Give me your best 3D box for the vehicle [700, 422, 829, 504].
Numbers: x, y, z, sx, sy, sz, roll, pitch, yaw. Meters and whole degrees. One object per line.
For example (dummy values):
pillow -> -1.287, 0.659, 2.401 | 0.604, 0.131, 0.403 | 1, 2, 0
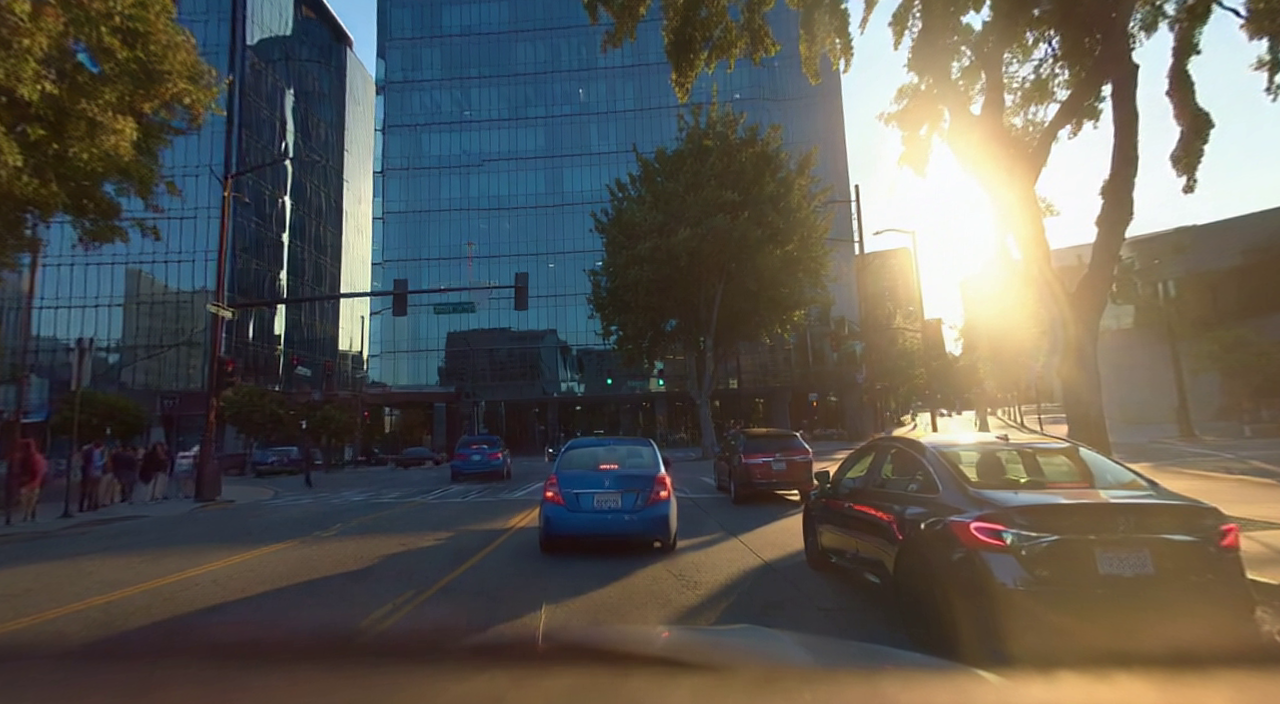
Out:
vehicle -> 2.879, 2.698, 15.688 | 2.234, 1.723, 4.486 | 0, -8, -1

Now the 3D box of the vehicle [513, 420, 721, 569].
vehicle -> -0.278, 1.722, 8.374 | 2.072, 1.476, 4.078 | 0, -8, -1

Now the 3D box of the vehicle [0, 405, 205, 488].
vehicle -> -25.792, 4.349, 28.985 | 8.989, 3.623, 2.884 | 0, -8, -1

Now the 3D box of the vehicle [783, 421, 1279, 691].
vehicle -> 2.762, 1.430, 5.601 | 1.952, 1.464, 4.165 | 0, -8, -1

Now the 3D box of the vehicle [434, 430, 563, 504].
vehicle -> -3.222, 2.716, 15.290 | 2.068, 1.513, 4.221 | 0, -8, 1

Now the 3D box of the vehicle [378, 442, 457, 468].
vehicle -> -13.021, 5.997, 36.645 | 4.531, 1.427, 1.957 | -6, -10, 34
